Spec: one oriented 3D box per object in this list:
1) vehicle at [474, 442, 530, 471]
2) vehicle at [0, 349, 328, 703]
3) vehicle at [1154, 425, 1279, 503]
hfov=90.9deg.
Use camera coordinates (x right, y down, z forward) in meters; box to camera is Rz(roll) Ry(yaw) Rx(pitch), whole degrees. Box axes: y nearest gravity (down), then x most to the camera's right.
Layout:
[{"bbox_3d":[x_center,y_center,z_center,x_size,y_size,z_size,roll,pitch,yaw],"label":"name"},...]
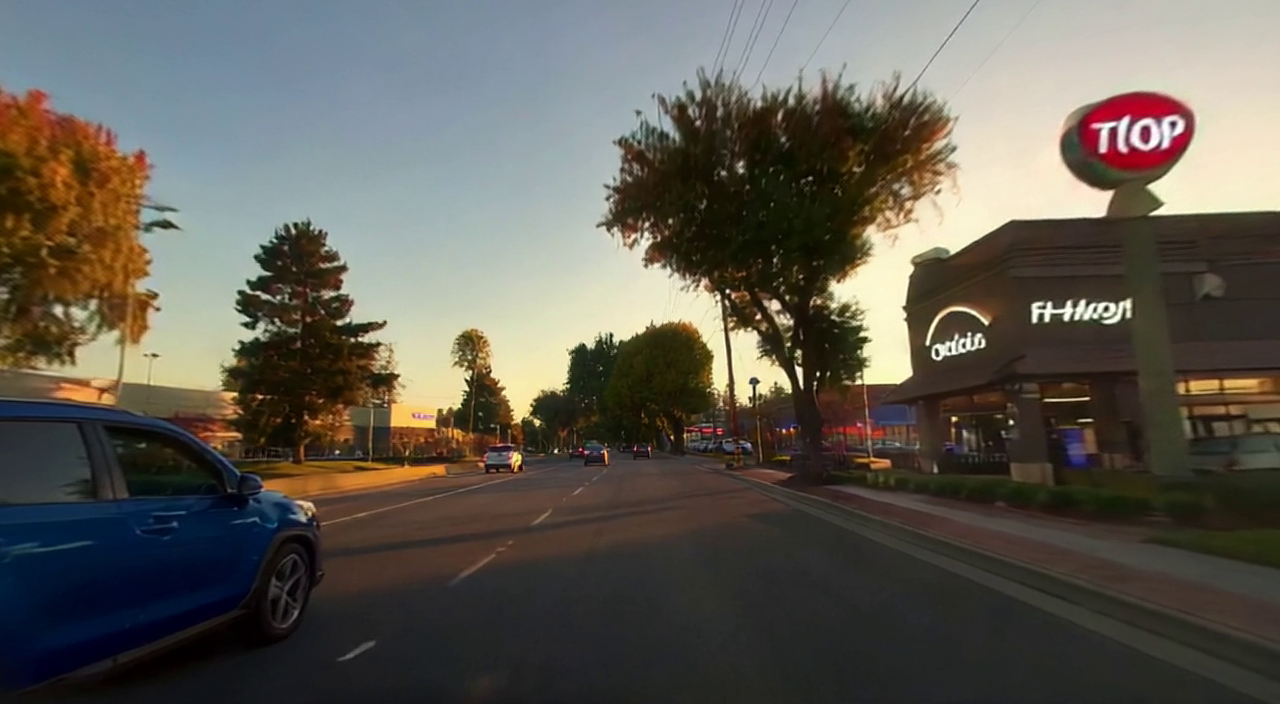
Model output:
[{"bbox_3d":[-7.380,5.612,34.128,1.990,1.483,4.410,0,-8,1],"label":"vehicle"},{"bbox_3d":[-3.397,0.858,2.520,2.127,1.654,4.121,0,-8,1],"label":"vehicle"},{"bbox_3d":[15.391,2.594,14.862,4.806,1.664,2.050,0,-8,-3],"label":"vehicle"}]
